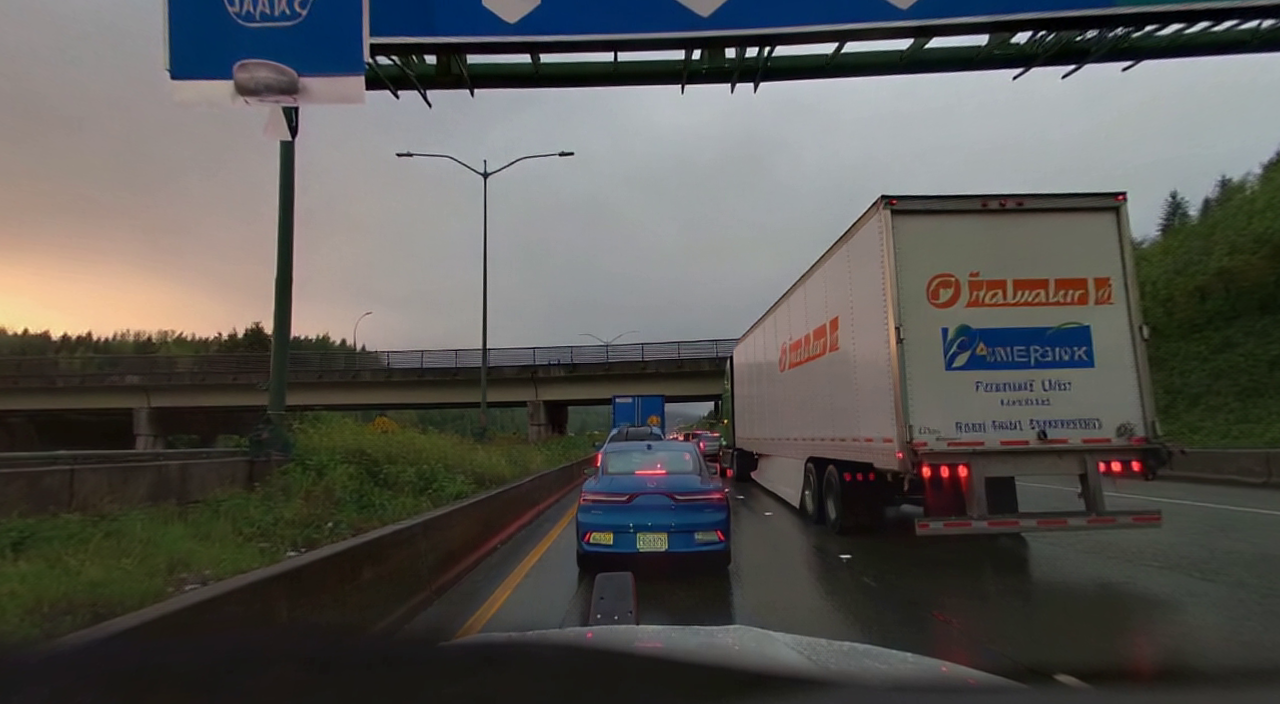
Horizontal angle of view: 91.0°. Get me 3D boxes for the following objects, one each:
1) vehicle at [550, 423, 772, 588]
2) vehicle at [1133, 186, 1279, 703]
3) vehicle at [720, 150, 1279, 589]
[{"bbox_3d":[0.179,1.676,7.685,2.045,1.490,3.597,-1,-8,0],"label":"vehicle"},{"bbox_3d":[4.729,0.119,0.616,2.892,2.615,6.650,0,-8,-2],"label":"vehicle"},{"bbox_3d":[4.183,1.053,12.926,2.827,4.081,14.305,0,-8,-1],"label":"vehicle"}]
